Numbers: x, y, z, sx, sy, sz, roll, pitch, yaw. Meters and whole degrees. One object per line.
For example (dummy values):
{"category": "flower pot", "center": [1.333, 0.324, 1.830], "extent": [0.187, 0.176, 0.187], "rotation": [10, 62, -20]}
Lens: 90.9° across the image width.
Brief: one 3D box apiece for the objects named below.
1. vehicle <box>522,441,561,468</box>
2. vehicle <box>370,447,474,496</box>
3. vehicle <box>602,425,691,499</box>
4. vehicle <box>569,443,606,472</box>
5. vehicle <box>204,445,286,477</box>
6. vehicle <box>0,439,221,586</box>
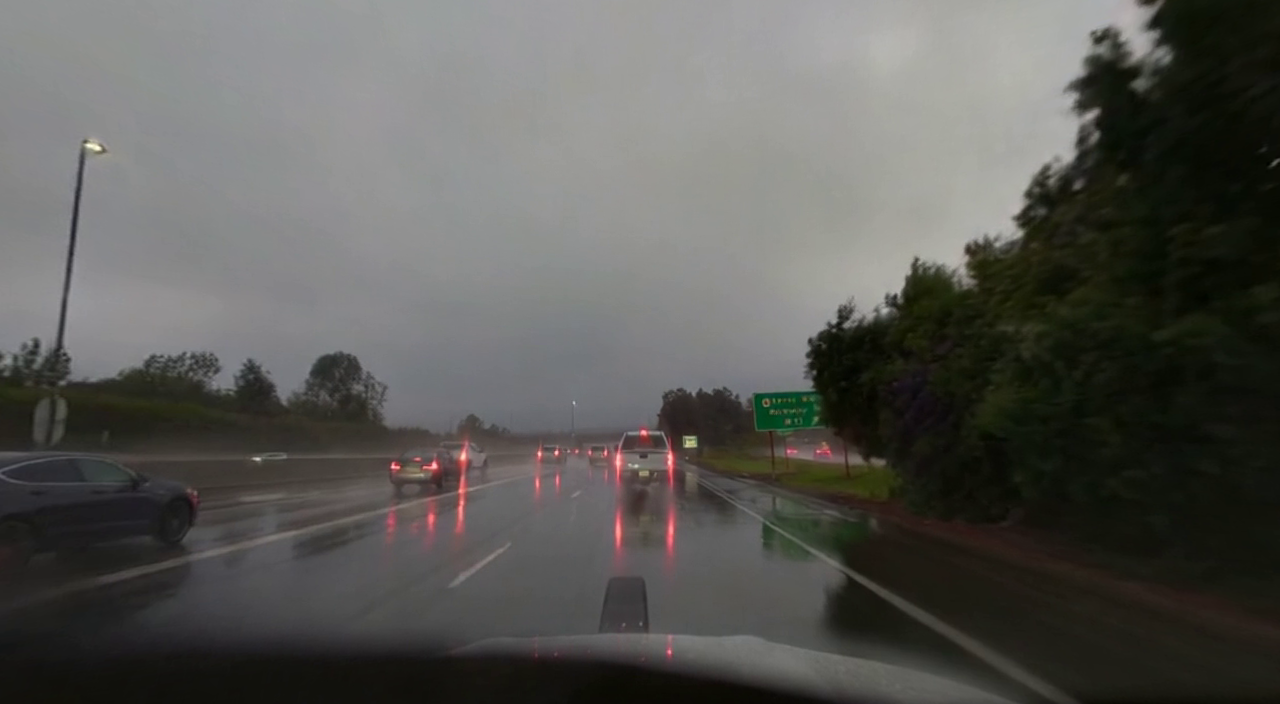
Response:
{"category": "vehicle", "center": [-7.226, 7.593, 46.799], "extent": [2.106, 1.816, 4.936], "rotation": [0, -9, 0]}
{"category": "vehicle", "center": [-7.099, 3.907, 21.019], "extent": [1.869, 1.466, 4.217], "rotation": [0, -9, 1]}
{"category": "vehicle", "center": [0.183, 3.003, 17.439], "extent": [2.152, 1.779, 3.924], "rotation": [0, -9, 1]}
{"category": "vehicle", "center": [-3.209, 6.549, 39.362], "extent": [1.952, 1.649, 4.131], "rotation": [0, -9, 1]}
{"category": "vehicle", "center": [-24.808, 6.847, 39.812], "extent": [2.180, 1.827, 4.563], "rotation": [0, -9, 0]}
{"category": "vehicle", "center": [-7.358, 1.785, 7.432], "extent": [1.864, 1.458, 4.295], "rotation": [0, -9, 0]}
